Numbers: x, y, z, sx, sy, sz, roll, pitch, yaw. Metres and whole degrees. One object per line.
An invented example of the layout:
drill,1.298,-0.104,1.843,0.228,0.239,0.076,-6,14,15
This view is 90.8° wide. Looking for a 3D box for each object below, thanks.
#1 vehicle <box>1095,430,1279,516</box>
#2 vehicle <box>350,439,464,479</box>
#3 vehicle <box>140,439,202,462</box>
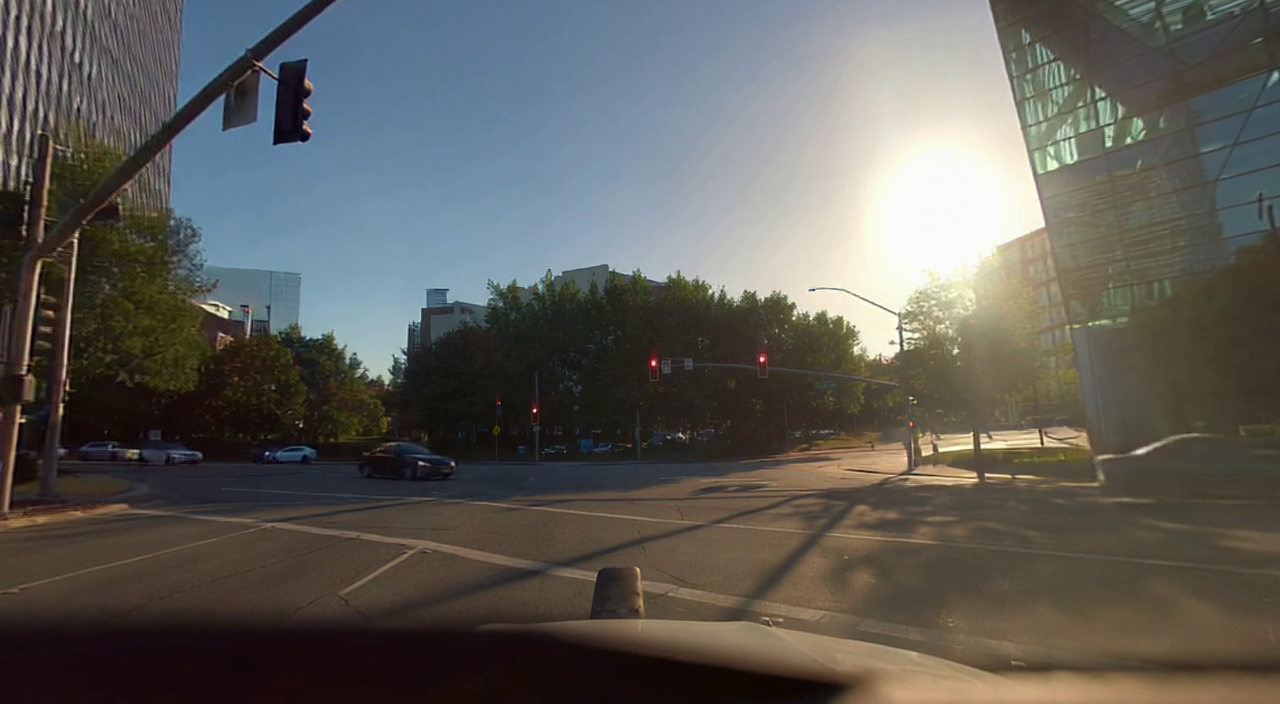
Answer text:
vehicle,12.428,2.446,13.065,4.698,1.609,1.975,-7,-11,37
vehicle,-9.432,4.262,25.424,4.798,1.461,1.939,-7,-11,37
vehicle,-33.769,7.083,45.444,4.110,1.511,1.883,-5,-10,28
